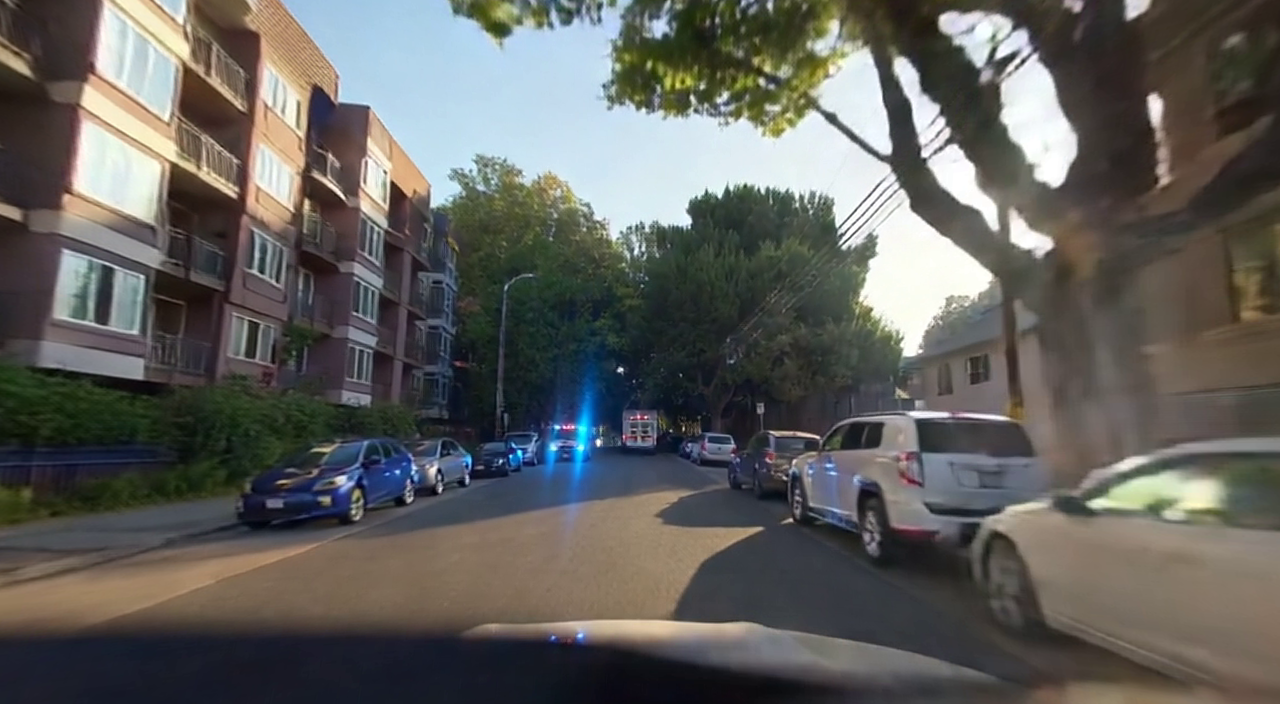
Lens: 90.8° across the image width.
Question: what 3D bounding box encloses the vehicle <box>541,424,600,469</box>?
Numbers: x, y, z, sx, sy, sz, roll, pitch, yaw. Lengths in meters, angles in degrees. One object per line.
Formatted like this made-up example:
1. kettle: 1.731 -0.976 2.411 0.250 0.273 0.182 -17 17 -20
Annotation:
1. vehicle: -2.938 4.076 27.557 2.029 1.802 4.229 0 -7 1

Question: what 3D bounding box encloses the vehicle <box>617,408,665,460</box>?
1. vehicle: -0.078 5.260 40.547 2.754 3.008 7.730 0 -8 -2

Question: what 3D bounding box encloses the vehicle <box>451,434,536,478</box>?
1. vehicle: -5.293 3.799 23.561 2.047 1.471 4.647 0 -7 0

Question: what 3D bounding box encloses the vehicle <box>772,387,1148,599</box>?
1. vehicle: 3.329 1.554 7.991 2.188 1.810 4.709 2 -8 -2

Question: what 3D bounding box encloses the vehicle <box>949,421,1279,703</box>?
1. vehicle: 3.386 1.055 2.709 1.913 1.434 4.408 2 -7 0

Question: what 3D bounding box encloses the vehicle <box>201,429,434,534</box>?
1. vehicle: -5.406 2.167 11.378 1.921 1.482 4.280 -1 -7 0

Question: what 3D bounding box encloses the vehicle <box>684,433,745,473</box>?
1. vehicle: 3.311 4.526 28.802 2.035 1.549 4.373 4 -8 -2
